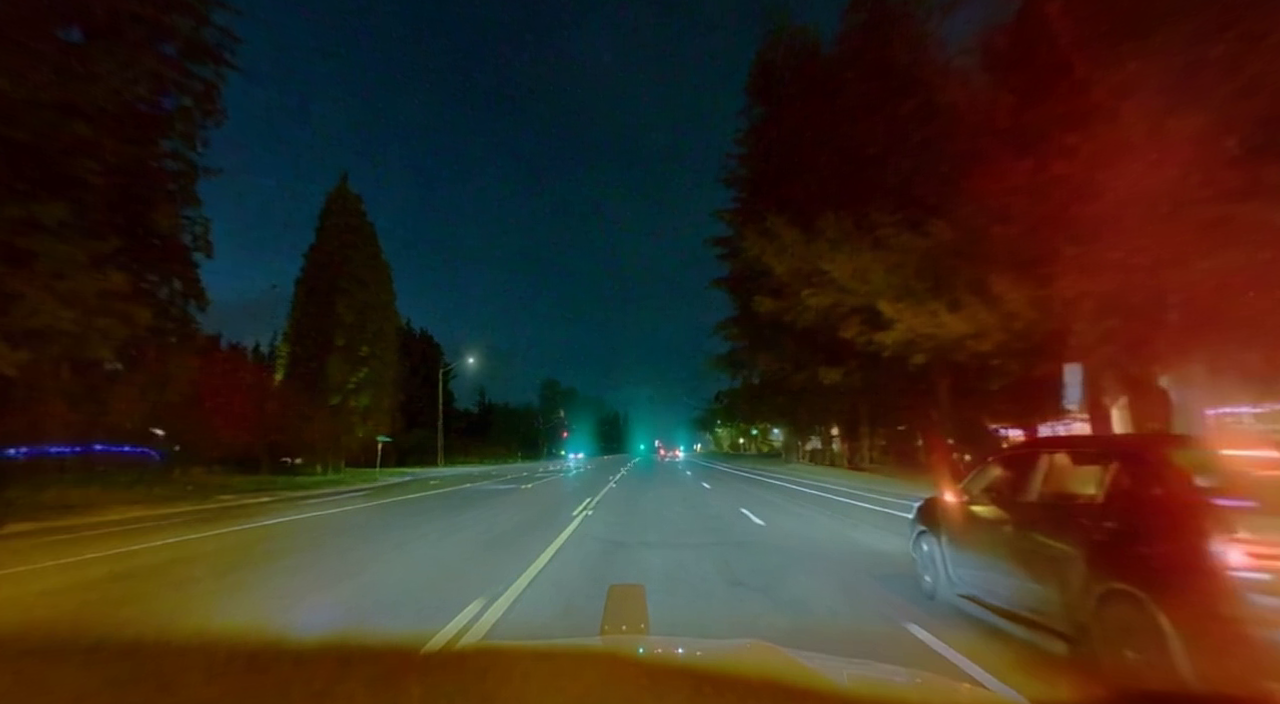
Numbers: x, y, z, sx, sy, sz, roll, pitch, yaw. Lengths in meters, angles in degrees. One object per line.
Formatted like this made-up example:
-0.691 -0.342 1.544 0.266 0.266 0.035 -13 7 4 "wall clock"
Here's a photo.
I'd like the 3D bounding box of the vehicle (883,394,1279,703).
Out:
3.176 1.065 3.307 2.134 1.476 4.327 0 -8 1 "vehicle"
